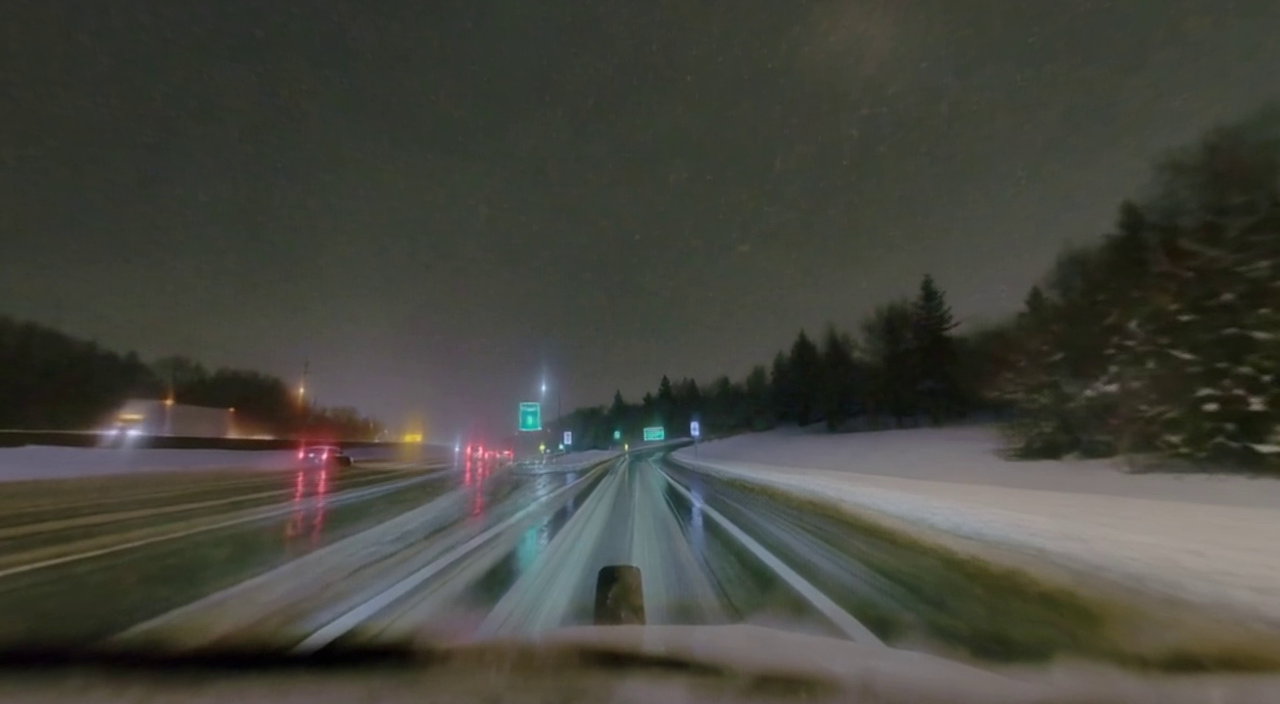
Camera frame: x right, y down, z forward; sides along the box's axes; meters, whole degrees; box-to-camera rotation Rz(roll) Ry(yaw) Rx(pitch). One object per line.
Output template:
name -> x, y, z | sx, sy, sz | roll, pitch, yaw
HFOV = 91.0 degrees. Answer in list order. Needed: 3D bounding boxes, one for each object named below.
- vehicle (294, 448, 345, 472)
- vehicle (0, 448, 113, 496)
vehicle -> -24.825, 8.379, 48.924 | 2.093, 1.735, 4.285 | 1, -9, -6
vehicle -> -25.702, 5.020, 26.769 | 2.220, 1.806, 5.471 | 1, -9, -6
